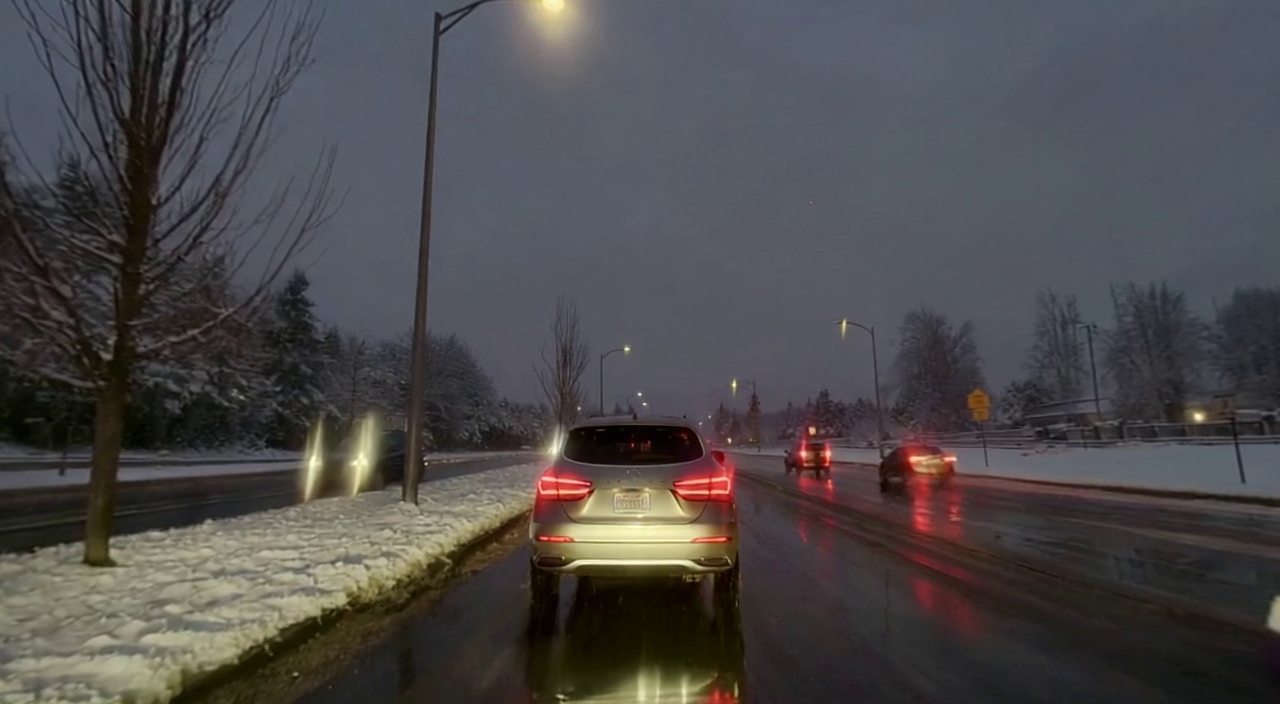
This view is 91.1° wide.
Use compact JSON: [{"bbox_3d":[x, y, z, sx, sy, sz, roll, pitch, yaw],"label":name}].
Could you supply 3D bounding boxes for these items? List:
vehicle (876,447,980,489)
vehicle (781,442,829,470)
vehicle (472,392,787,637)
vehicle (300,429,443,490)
[{"bbox_3d":[10.724,4.325,23.726,1.872,1.415,4.271,0,-9,0],"label":"vehicle"},{"bbox_3d":[10.836,6.826,41.524,1.908,1.724,4.516,0,-9,-1],"label":"vehicle"},{"bbox_3d":[-0.083,1.428,6.460,2.172,1.694,4.055,0,-9,0],"label":"vehicle"},{"bbox_3d":[-9.537,3.892,23.065,2.575,1.940,5.755,0,-9,1],"label":"vehicle"}]
